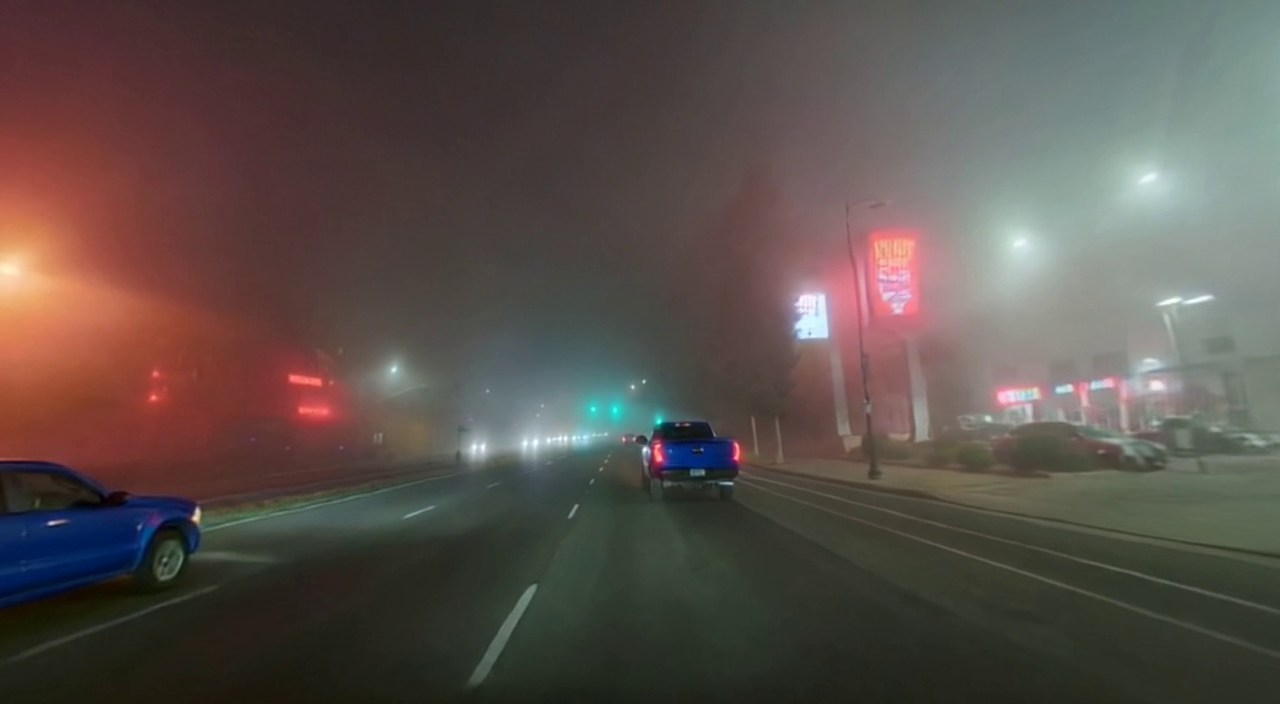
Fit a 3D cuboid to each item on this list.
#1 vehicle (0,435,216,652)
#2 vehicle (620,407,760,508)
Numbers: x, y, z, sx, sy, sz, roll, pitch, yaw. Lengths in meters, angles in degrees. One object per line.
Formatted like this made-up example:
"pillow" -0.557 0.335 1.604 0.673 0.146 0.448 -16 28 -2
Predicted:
"vehicle" -5.198 1.254 4.023 1.888 1.424 4.553 0 -8 -1
"vehicle" 0.884 2.462 15.204 2.590 1.932 5.776 0 -8 -3
